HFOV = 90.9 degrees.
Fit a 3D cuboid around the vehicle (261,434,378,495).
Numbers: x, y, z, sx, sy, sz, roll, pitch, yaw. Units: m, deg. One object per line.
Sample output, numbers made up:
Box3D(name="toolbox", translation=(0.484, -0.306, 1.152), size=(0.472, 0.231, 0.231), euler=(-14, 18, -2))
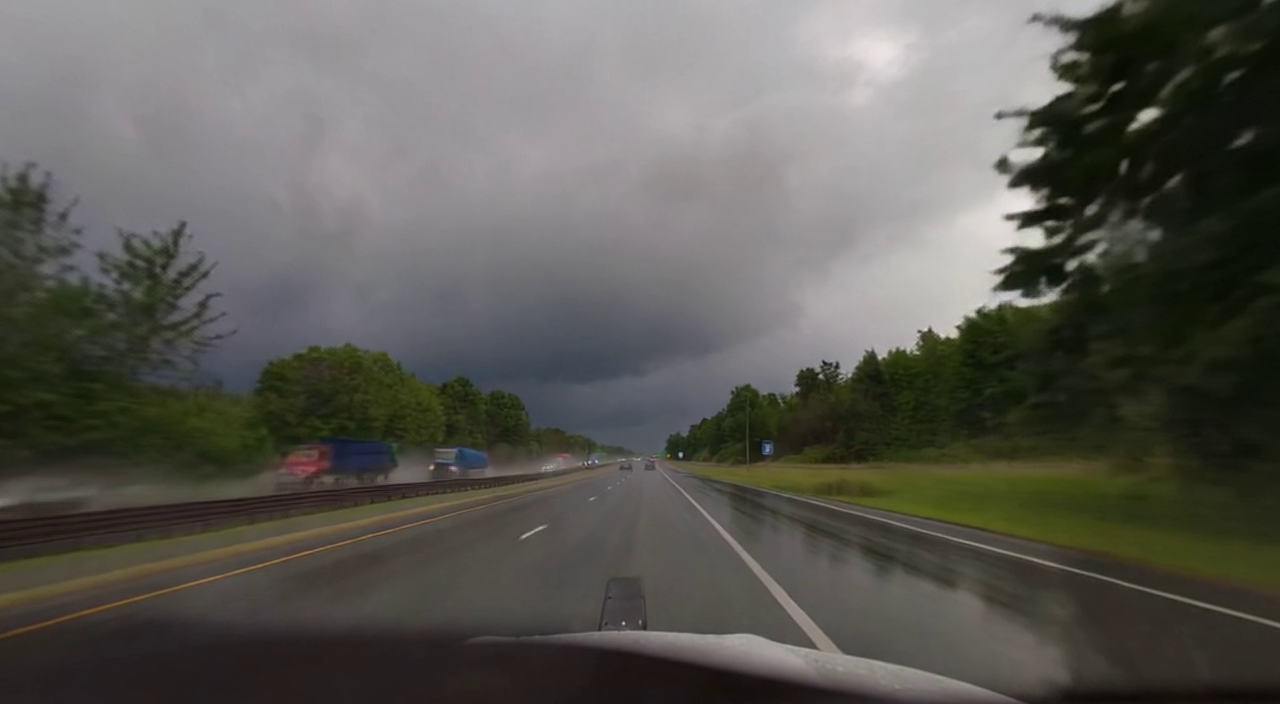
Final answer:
Box3D(name="vehicle", translation=(-23.020, 8.175, 46.207), size=(2.973, 3.879, 10.225), euler=(-1, -9, 1))
